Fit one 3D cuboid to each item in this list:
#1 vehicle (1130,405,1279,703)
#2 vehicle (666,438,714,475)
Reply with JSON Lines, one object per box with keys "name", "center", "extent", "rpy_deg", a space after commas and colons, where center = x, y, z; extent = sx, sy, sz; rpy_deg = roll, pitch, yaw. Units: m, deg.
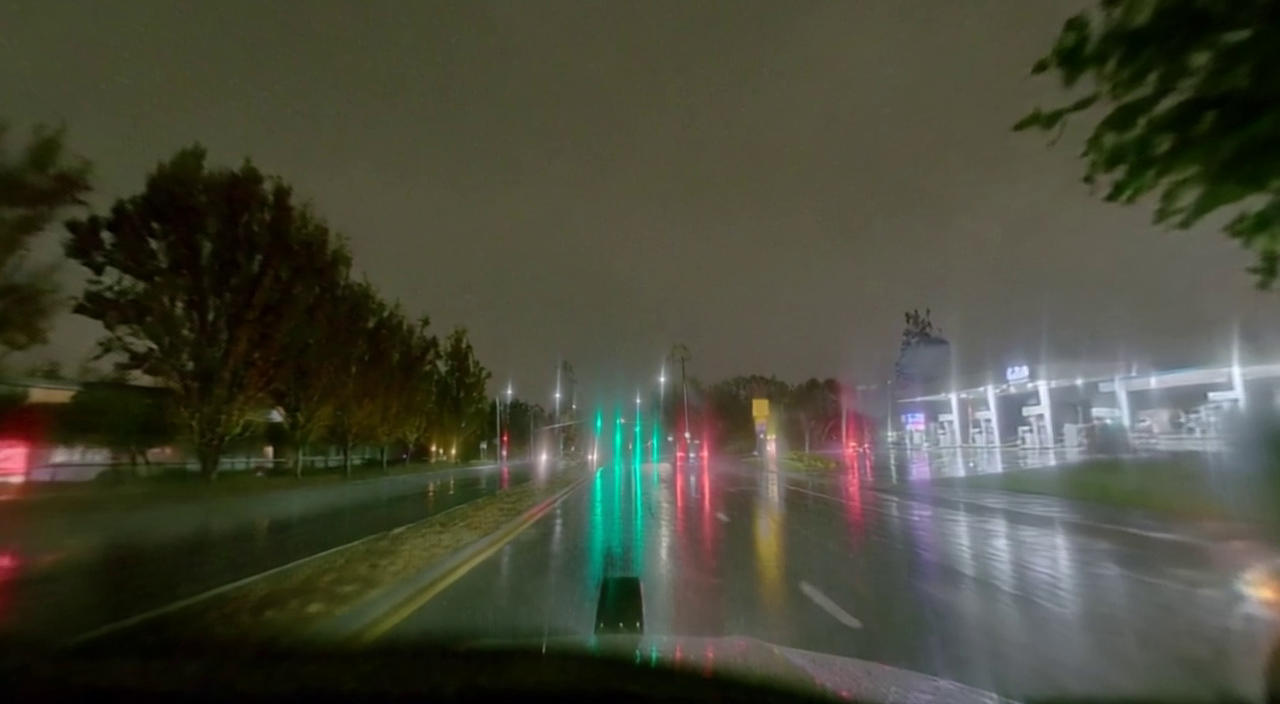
{"name": "vehicle", "center": [3.529, 0.718, 0.972], "extent": [2.061, 1.475, 4.296], "rpy_deg": [0, -9, 0]}
{"name": "vehicle", "center": [2.653, 5.748, 34.954], "extent": [2.115, 1.840, 4.777], "rpy_deg": [0, -9, -2]}
